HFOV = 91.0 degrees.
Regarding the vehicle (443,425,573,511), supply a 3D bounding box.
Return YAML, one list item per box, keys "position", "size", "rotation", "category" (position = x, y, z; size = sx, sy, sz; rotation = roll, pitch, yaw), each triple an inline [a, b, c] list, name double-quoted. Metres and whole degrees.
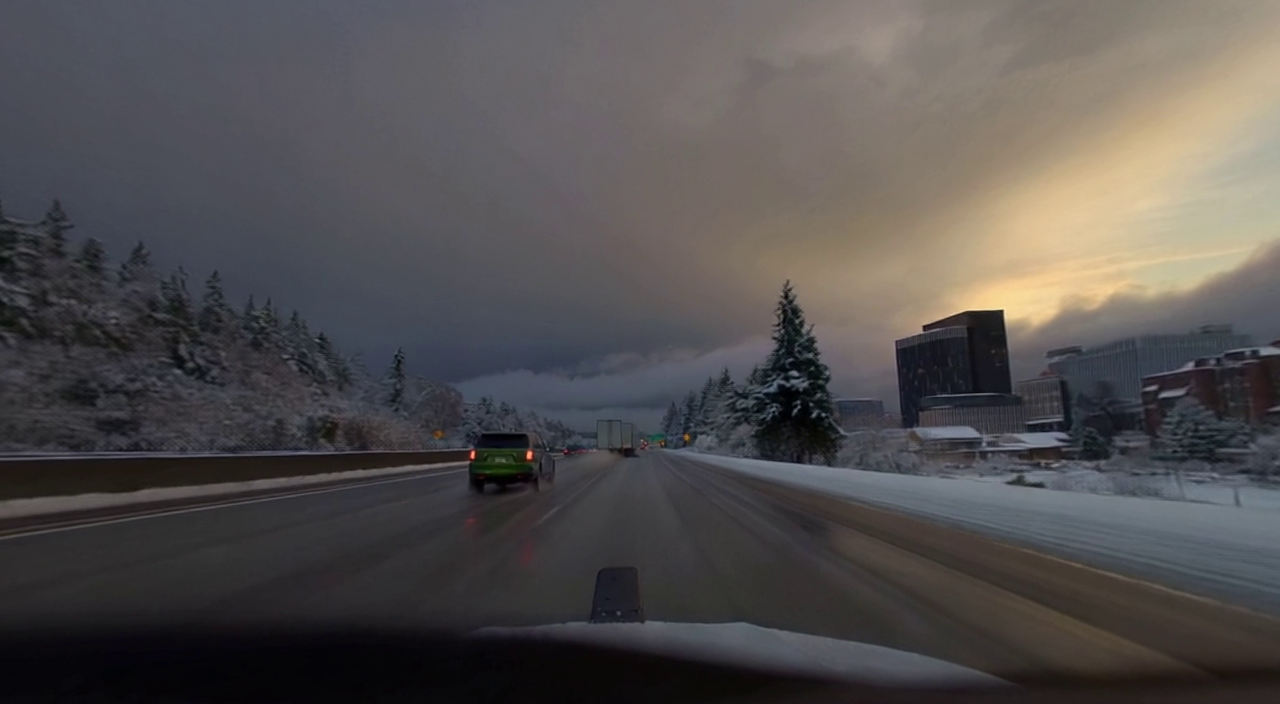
- position: [-2.960, 2.731, 15.247]
  size: [2.111, 1.742, 4.315]
  rotation: [0, -9, 1]
  category: "vehicle"
